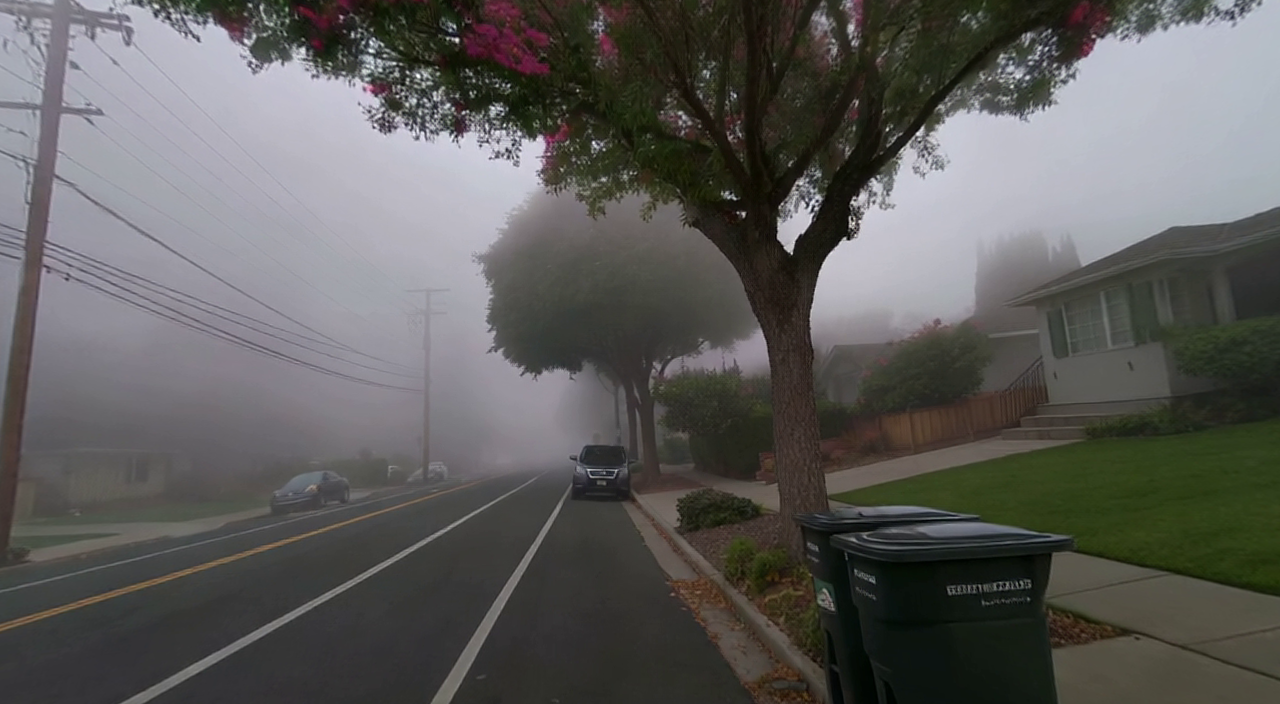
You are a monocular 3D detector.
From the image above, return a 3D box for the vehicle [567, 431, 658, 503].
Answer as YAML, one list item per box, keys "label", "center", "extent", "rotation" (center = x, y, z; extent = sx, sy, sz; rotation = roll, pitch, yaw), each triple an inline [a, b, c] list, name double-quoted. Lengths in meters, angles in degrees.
- label: "vehicle"
  center: [-0.823, 3.079, 17.383]
  extent: [2.190, 1.708, 4.115]
  rotation: [0, -8, -4]

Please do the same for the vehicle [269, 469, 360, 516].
- label: "vehicle"
  center: [-13.761, 5.920, 26.990]
  extent: [1.982, 1.660, 4.142]
  rotation: [1, -8, -6]
